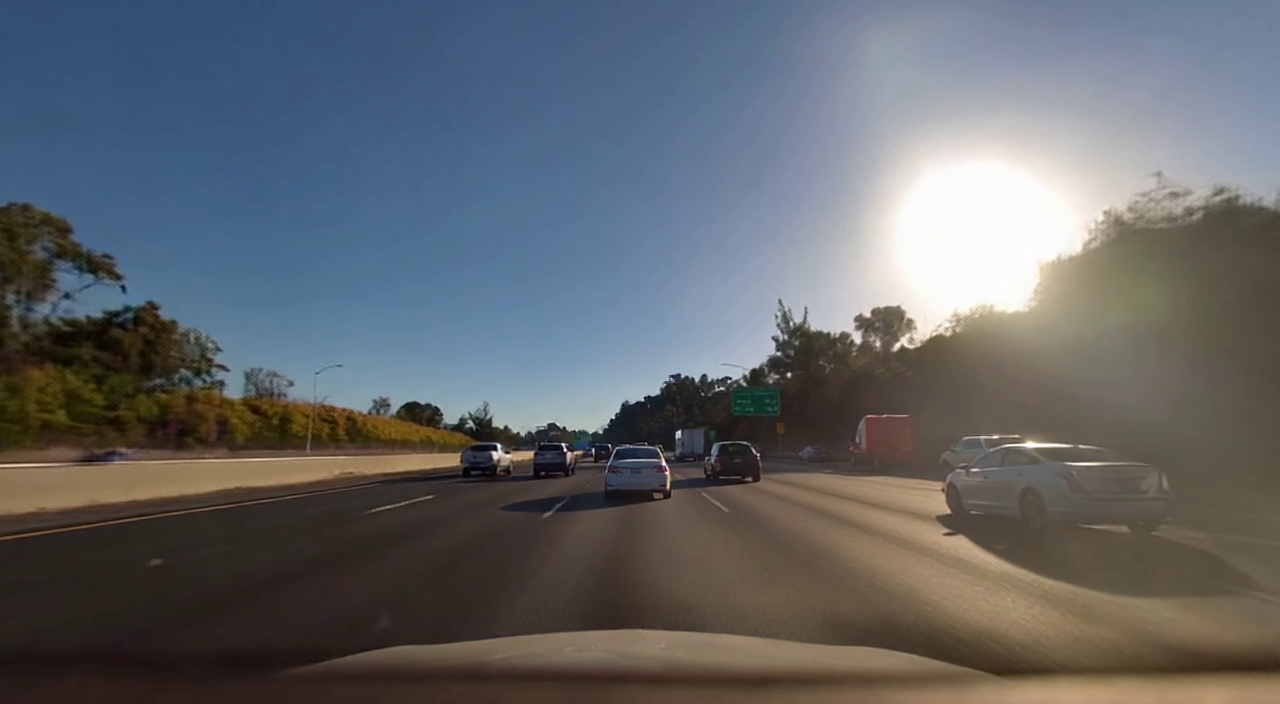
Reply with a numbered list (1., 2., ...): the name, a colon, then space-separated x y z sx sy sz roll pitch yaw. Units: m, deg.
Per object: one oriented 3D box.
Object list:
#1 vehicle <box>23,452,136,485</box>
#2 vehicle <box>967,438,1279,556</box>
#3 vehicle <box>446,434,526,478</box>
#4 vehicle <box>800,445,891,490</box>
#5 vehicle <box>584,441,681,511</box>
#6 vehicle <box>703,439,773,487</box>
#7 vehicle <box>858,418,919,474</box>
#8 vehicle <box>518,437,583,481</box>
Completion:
1. vehicle: -28.031 5.813 31.705 1.813 1.505 4.120 0 -9 1
2. vehicle: 7.636 2.230 10.454 2.021 1.505 4.480 0 -9 0
3. vehicle: -7.734 5.328 32.454 2.487 1.986 6.157 0 -9 1
4. vehicle: 7.432 4.209 23.237 1.942 1.482 4.250 0 -9 0
5. vehicle: -0.133 3.045 15.939 2.132 1.499 4.038 0 -9 1
6. vehicle: 3.665 4.234 24.360 2.053 1.666 4.106 0 -9 0
7. vehicle: 17.364 6.601 44.191 2.777 3.740 3.338 1 -9 -1
8. vehicle: -3.829 4.668 27.757 2.079 1.741 4.436 0 -9 2
